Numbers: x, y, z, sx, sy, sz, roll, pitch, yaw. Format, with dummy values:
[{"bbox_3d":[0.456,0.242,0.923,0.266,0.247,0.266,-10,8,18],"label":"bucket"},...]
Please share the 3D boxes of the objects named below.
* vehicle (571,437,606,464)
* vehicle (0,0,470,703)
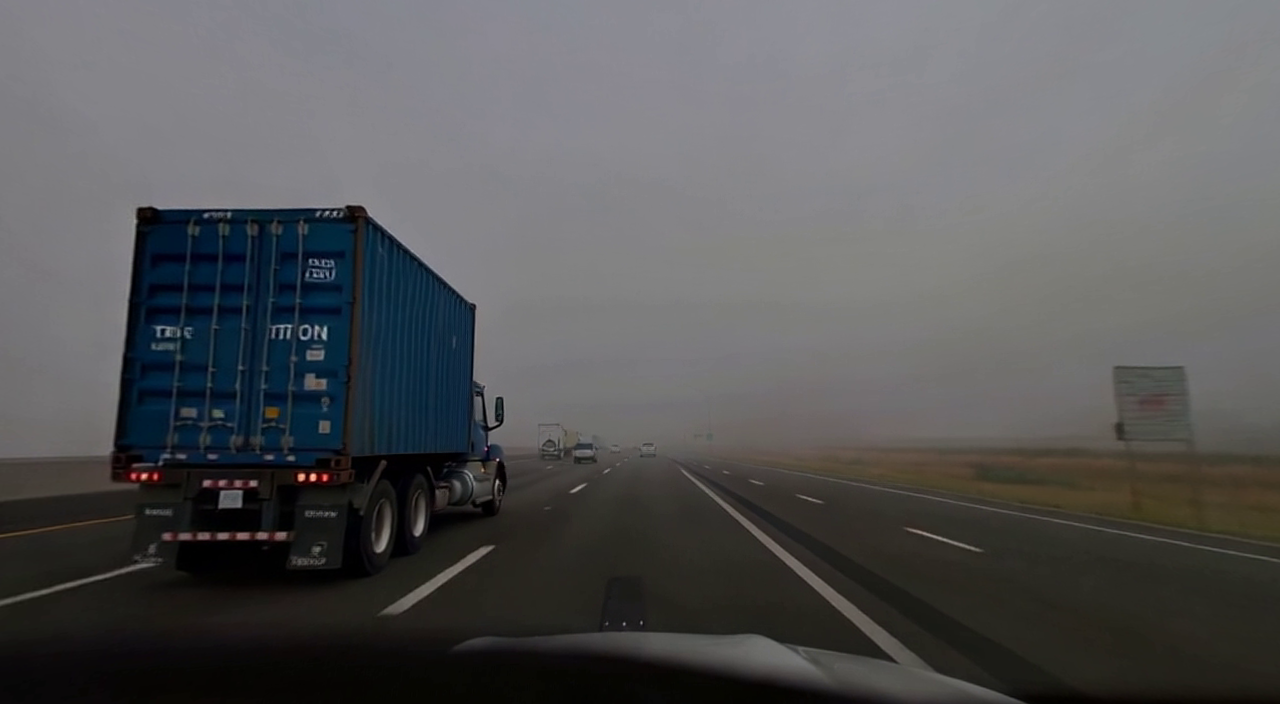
[{"bbox_3d":[-3.447,6.727,43.126,1.995,1.745,4.187,0,-8,1],"label":"vehicle"},{"bbox_3d":[-4.020,-0.255,2.281,2.840,4.032,13.388,0,-8,1],"label":"vehicle"}]
